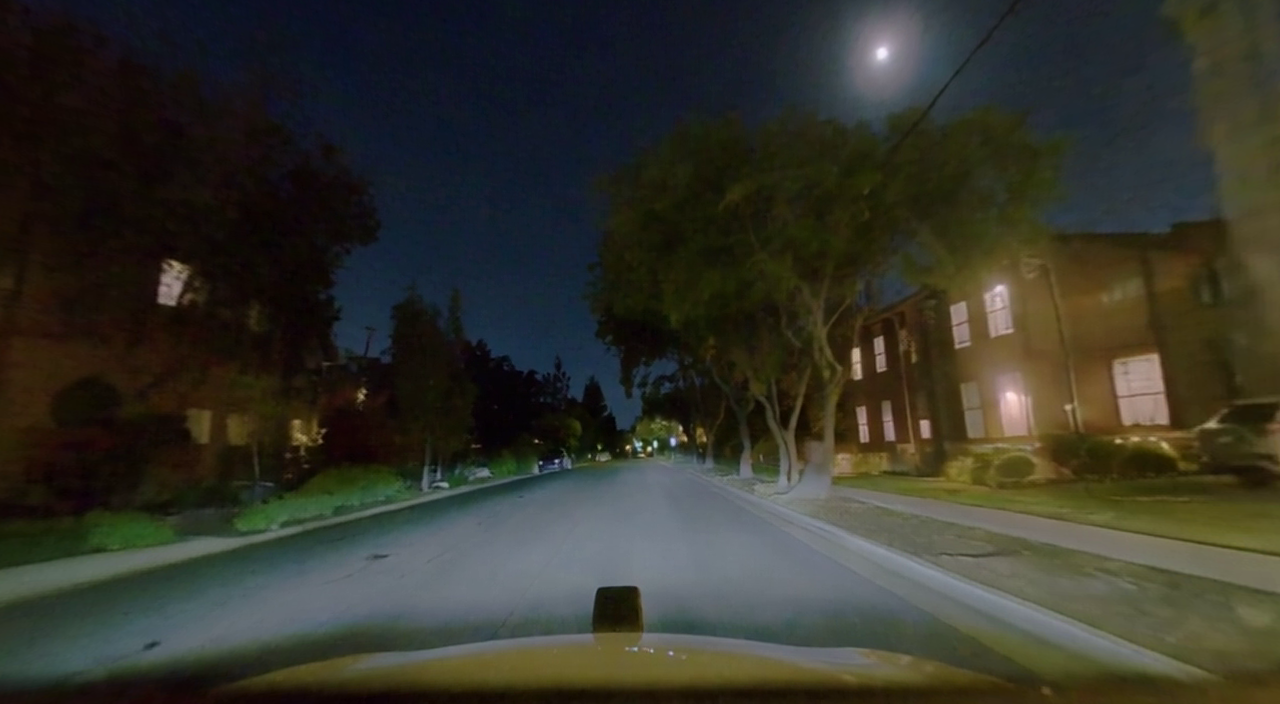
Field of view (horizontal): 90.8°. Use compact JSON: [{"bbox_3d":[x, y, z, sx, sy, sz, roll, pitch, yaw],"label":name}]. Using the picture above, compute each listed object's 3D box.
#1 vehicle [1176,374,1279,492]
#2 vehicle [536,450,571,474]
[{"bbox_3d":[11.297,1.047,9.245,4.894,1.616,1.965,-4,-9,2],"label":"vehicle"},{"bbox_3d":[-6.690,8.534,49.199,2.078,1.745,5.119,0,-9,-1],"label":"vehicle"}]
